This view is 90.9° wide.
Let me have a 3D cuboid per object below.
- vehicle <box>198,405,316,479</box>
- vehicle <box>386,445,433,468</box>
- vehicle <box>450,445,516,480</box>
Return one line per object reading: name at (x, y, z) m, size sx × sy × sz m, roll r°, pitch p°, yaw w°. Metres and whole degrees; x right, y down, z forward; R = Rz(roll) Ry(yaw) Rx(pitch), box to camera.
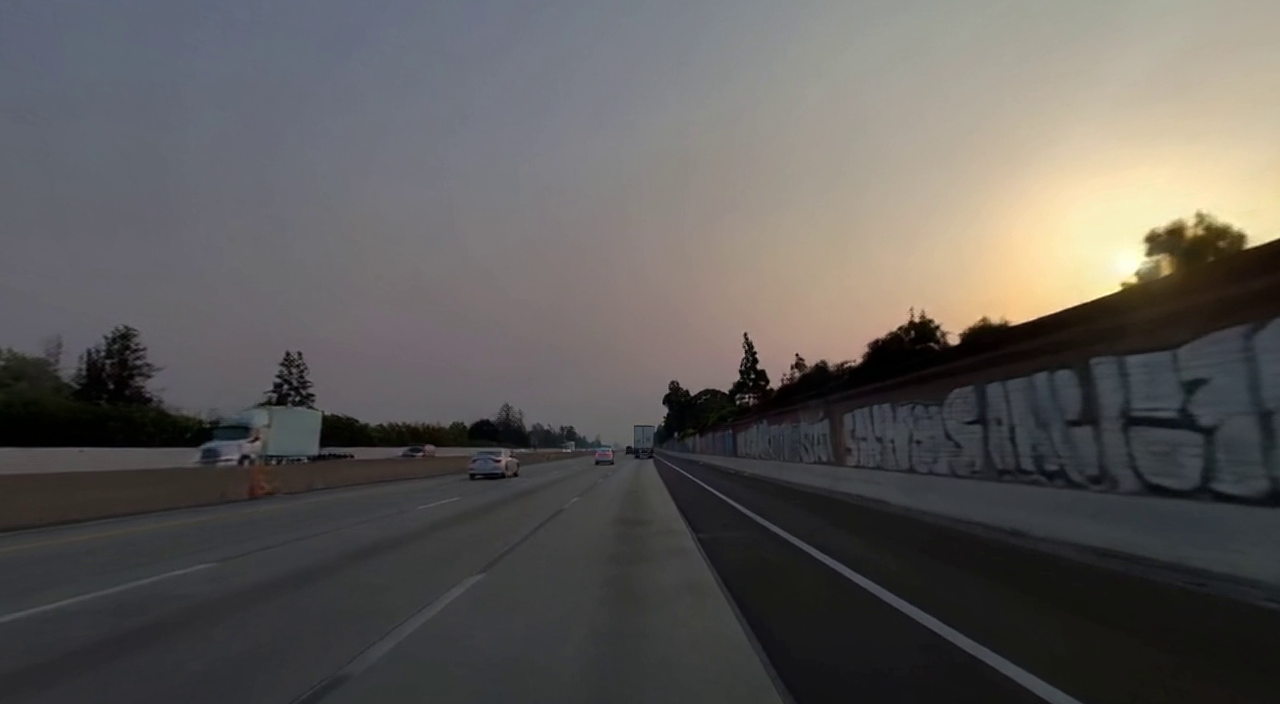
vehicle at (-22.090, 5.296, 36.833) m, size 2.933 × 3.916 × 5.954 m, roll 0°, pitch -9°, yaw 0°
vehicle at (-18.169, 8.261, 49.829) m, size 1.989 × 1.732 × 4.444 m, roll 0°, pitch -9°, yaw 1°
vehicle at (-6.746, 4.778, 27.391) m, size 2.027 × 1.431 × 3.033 m, roll 0°, pitch -9°, yaw 0°
